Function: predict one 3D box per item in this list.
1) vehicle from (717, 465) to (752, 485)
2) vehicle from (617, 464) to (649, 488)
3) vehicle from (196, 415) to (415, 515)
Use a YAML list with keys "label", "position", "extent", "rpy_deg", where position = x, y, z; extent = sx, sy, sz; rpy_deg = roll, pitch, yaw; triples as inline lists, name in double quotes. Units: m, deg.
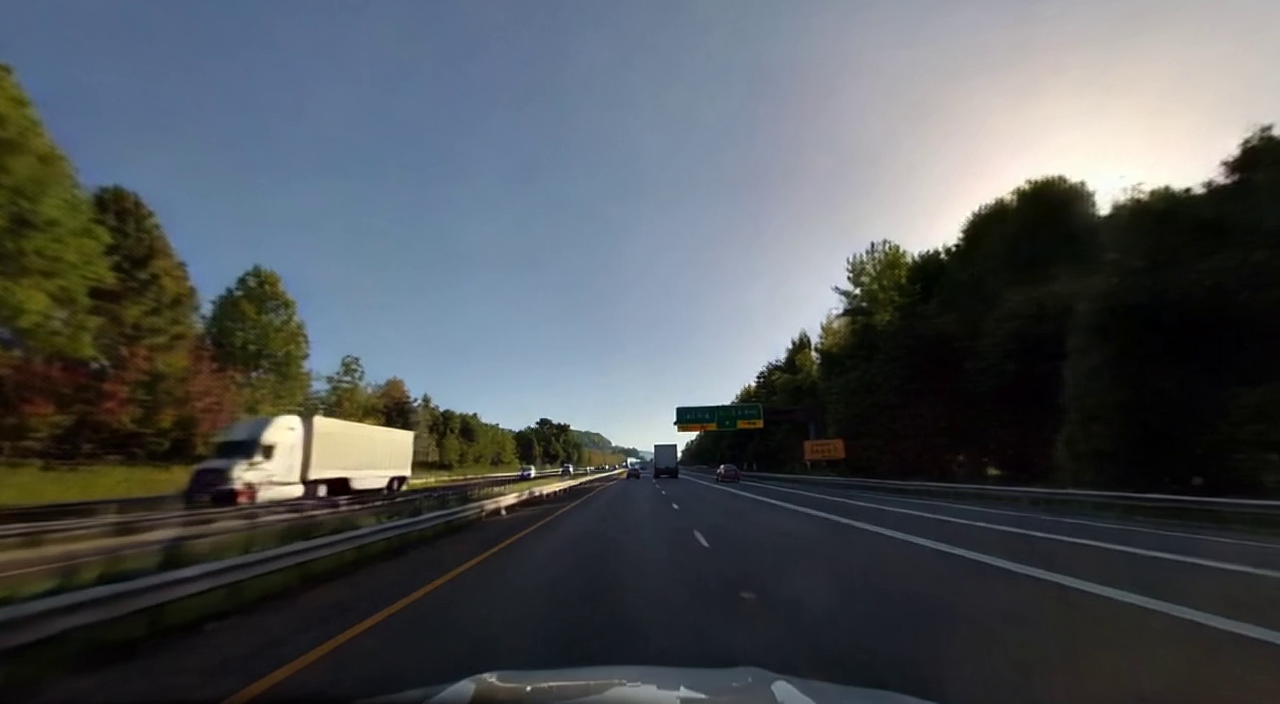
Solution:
- label: "vehicle"
  position: [7.435, 9.739, 49.960]
  extent: [1.977, 1.494, 4.311]
  rpy_deg: [1, -10, -2]
- label: "vehicle"
  position: [-0.474, 8.253, 42.083]
  extent: [2.025, 1.452, 3.927]
  rpy_deg: [1, -10, -1]
- label: "vehicle"
  position: [-13.875, 5.057, 28.187]
  extent: [3.035, 3.442, 12.288]
  rpy_deg: [1, -10, 0]
